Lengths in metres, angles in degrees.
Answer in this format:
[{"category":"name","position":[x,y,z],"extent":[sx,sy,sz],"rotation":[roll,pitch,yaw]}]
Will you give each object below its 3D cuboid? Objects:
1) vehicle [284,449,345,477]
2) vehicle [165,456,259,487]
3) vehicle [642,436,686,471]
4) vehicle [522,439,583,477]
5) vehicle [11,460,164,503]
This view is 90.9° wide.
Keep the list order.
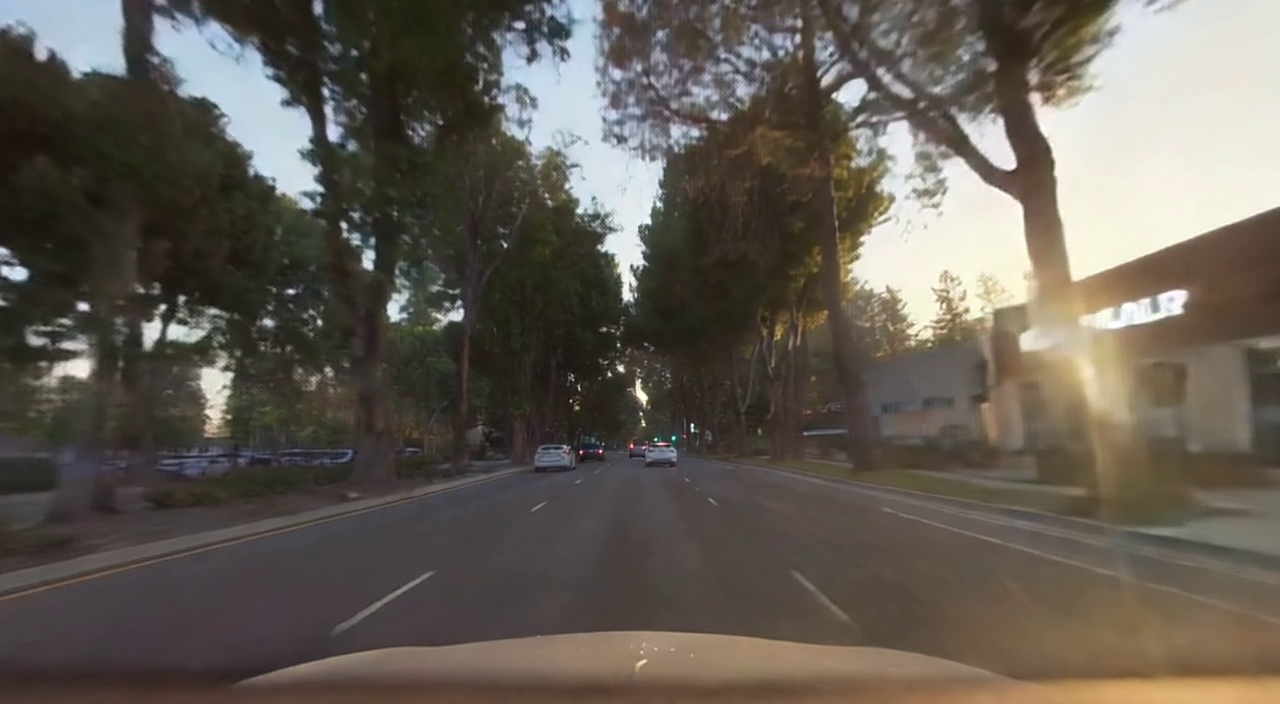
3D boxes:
[{"category":"vehicle","position":[-22.730,7.744,44.178],"extent":[1.887,1.801,4.587],"rotation":[0,-8,-1]},{"category":"vehicle","position":[-22.893,6.384,33.966],"extent":[1.905,1.483,4.479],"rotation":[0,-8,0]},{"category":"vehicle","position":[1.119,4.996,31.111],"extent":[1.922,1.579,3.642],"rotation":[0,-8,-1]},{"category":"vehicle","position":[-3.671,4.533,27.284],"extent":[1.908,1.481,4.536],"rotation":[0,-8,1]},{"category":"vehicle","position":[-22.856,5.344,26.405],"extent":[1.862,1.506,4.983],"rotation":[0,-9,1]}]
